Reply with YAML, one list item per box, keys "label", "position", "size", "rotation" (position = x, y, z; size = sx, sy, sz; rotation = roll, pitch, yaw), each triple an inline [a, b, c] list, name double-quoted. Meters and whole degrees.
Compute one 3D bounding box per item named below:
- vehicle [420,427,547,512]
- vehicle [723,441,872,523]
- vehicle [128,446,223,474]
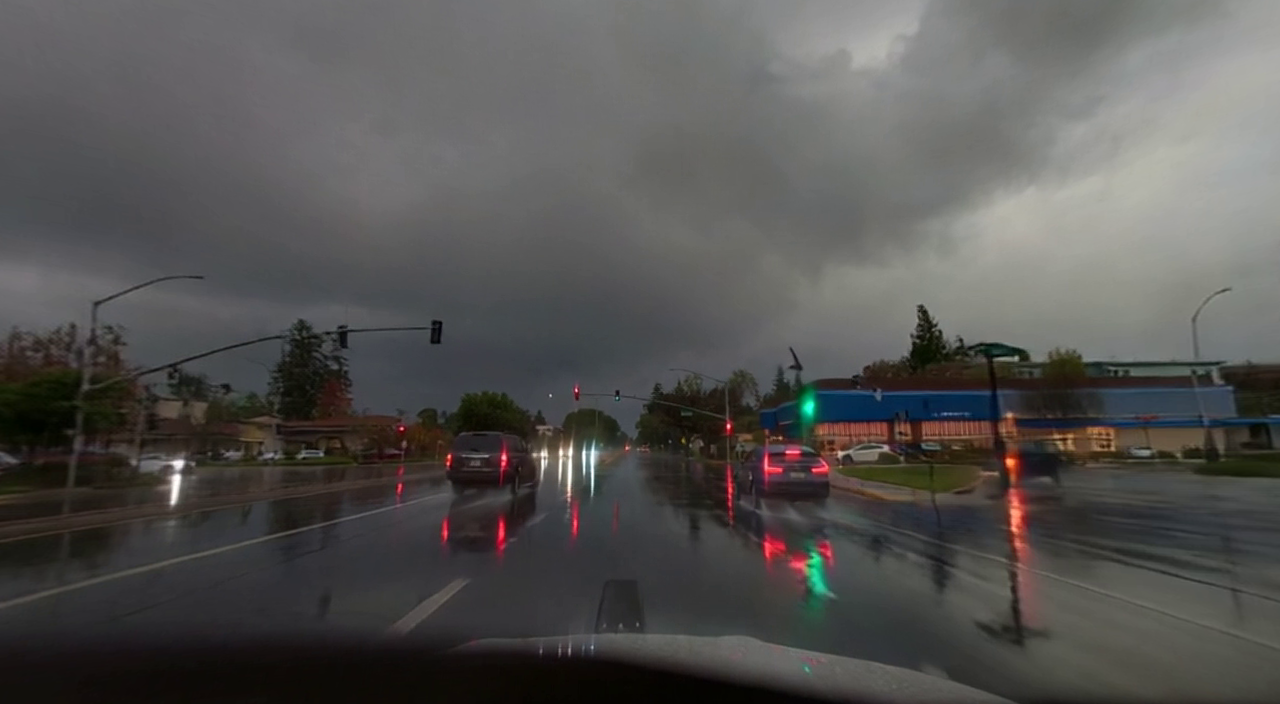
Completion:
- label: "vehicle"
  position: [-3.718, 2.878, 15.964]
  size: [1.997, 1.806, 4.500]
  rotation: [0, -9, 1]
- label: "vehicle"
  position: [3.248, 2.776, 14.163]
  size: [1.975, 1.502, 4.787]
  rotation: [0, -9, -2]
- label: "vehicle"
  position: [-36.541, 8.493, 49.801]
  size: [5.569, 2.088, 2.426]
  rotation: [0, -9, 0]
